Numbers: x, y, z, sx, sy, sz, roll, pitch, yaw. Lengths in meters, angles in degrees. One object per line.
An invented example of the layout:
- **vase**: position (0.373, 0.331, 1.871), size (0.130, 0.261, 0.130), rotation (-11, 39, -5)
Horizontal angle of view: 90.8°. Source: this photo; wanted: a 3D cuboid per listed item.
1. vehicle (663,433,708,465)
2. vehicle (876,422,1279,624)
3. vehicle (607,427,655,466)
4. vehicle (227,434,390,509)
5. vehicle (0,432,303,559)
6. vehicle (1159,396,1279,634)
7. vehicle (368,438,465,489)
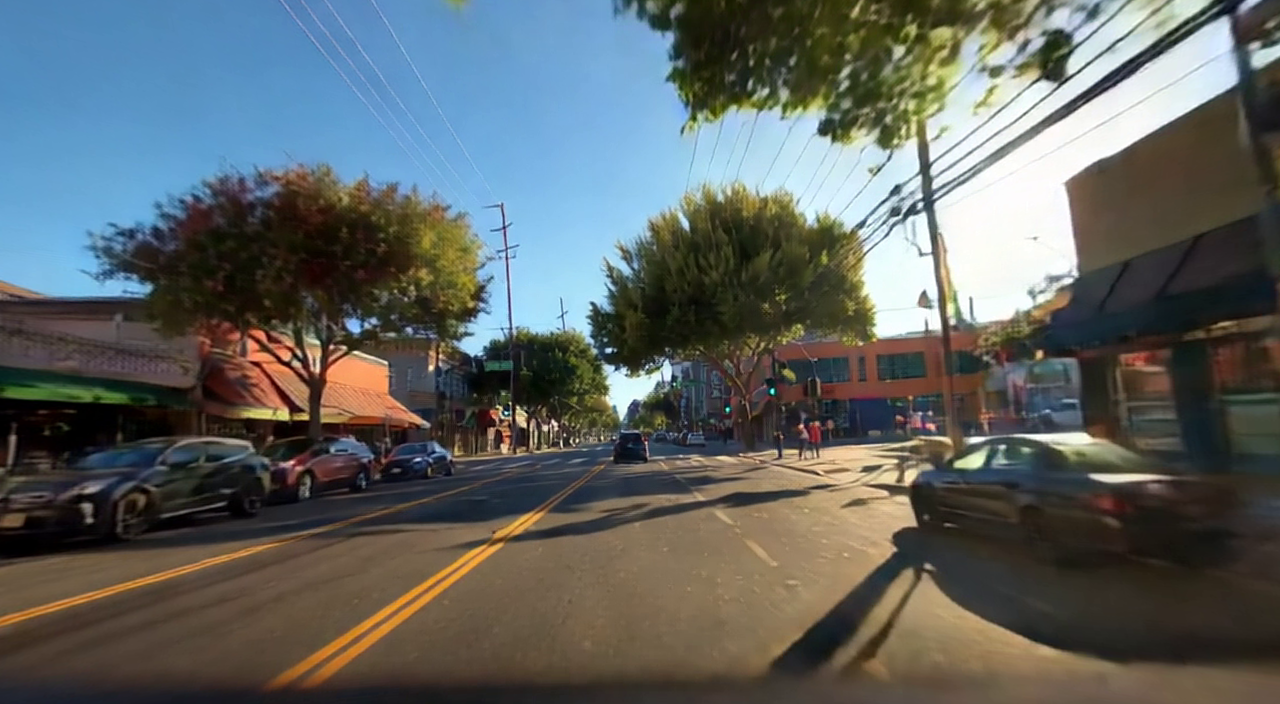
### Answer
- **vehicle**: position (2.385, 5.201, 34.005), size (1.998, 1.580, 4.015), rotation (0, -8, -1)
- **vehicle**: position (5.530, 1.900, 8.509), size (2.266, 1.705, 5.998), rotation (0, -8, -1)
- **vehicle**: position (-0.461, 4.928, 33.073), size (2.301, 1.854, 4.919), rotation (0, -8, -1)
- **vehicle**: position (-9.655, 3.486, 19.081), size (1.980, 1.931, 5.487), rotation (0, -8, -1)
- **vehicle**: position (-9.381, 2.612, 12.401), size (2.305, 1.883, 5.580), rotation (0, -9, 2)
- **vehicle**: position (5.871, 1.017, 3.291), size (2.070, 1.761, 4.848), rotation (0, -8, -2)
- **vehicle**: position (-9.675, 4.852, 27.994), size (2.048, 1.985, 6.011), rotation (0, -9, 0)
